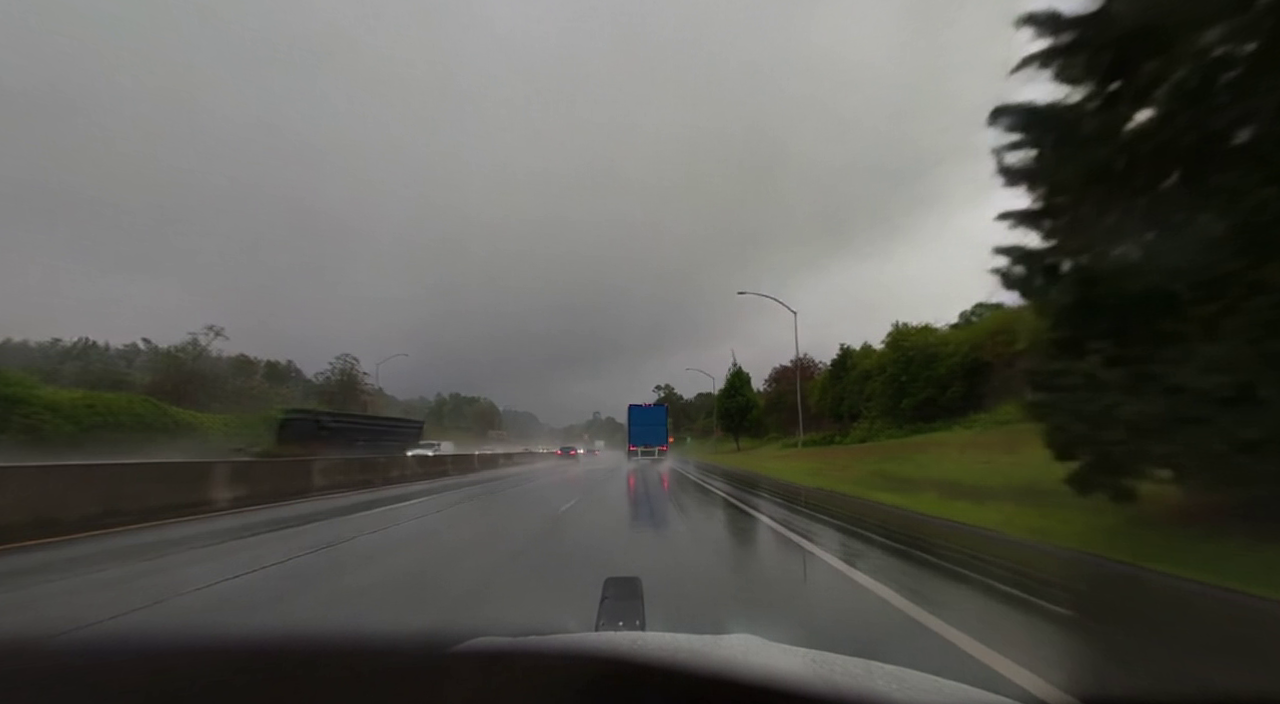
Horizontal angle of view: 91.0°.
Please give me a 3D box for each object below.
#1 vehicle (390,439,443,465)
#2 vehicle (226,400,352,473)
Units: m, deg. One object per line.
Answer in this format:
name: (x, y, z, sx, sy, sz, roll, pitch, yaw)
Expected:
vehicle: (-16.193, 7.285, 45.898, 2.006, 1.734, 4.746, 0, -9, 1)
vehicle: (-20.757, 5.148, 37.914, 3.004, 3.930, 7.523, 0, -9, 1)
